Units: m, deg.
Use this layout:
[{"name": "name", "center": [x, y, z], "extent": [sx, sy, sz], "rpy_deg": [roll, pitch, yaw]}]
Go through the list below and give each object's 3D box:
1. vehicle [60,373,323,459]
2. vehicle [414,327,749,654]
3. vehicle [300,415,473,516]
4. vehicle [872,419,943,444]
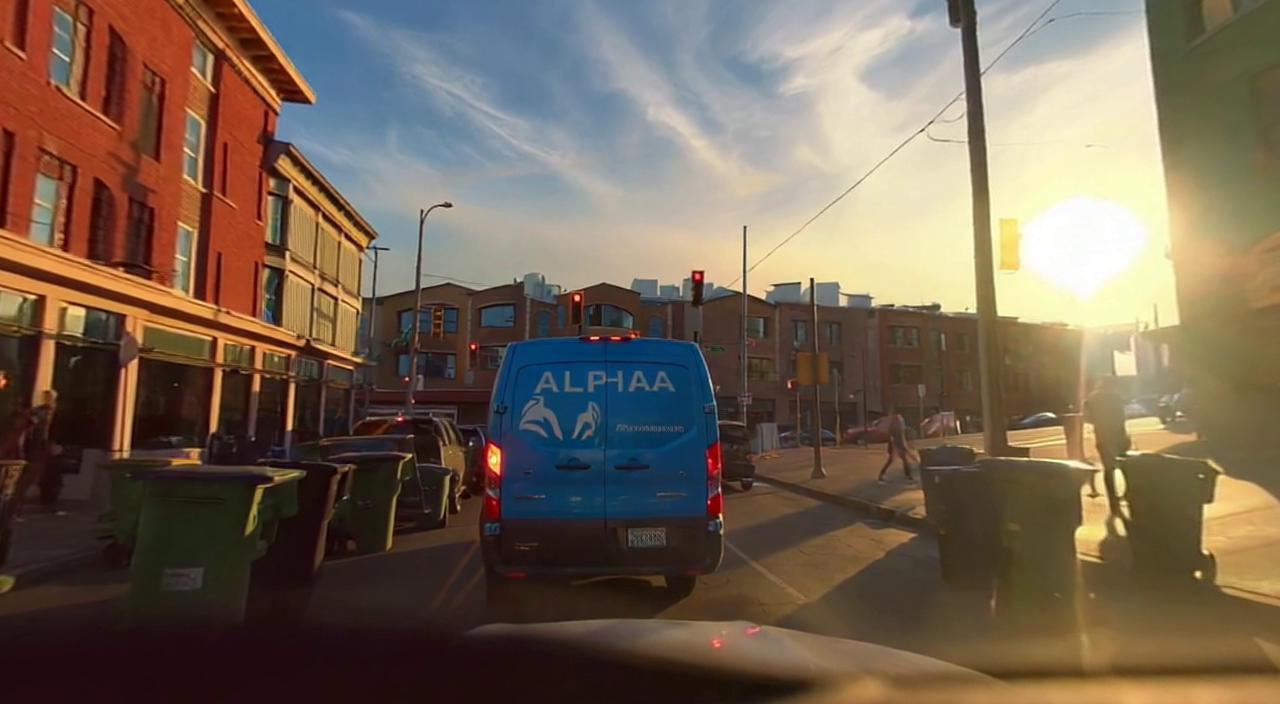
[{"name": "vehicle", "center": [-17.836, 2.661, 25.697], "extent": [8.088, 3.213, 2.801], "rpy_deg": [1, -8, -9]}, {"name": "vehicle", "center": [-0.481, 1.085, 5.922], "extent": [1.951, 1.907, 4.266], "rpy_deg": [1, -8, -4]}, {"name": "vehicle", "center": [-4.175, 1.896, 10.990], "extent": [1.841, 1.461, 3.426], "rpy_deg": [1, -8, -5]}, {"name": "vehicle", "center": [15.348, 4.564, 36.179], "extent": [3.381, 1.391, 1.529], "rpy_deg": [1, -8, -9]}]
